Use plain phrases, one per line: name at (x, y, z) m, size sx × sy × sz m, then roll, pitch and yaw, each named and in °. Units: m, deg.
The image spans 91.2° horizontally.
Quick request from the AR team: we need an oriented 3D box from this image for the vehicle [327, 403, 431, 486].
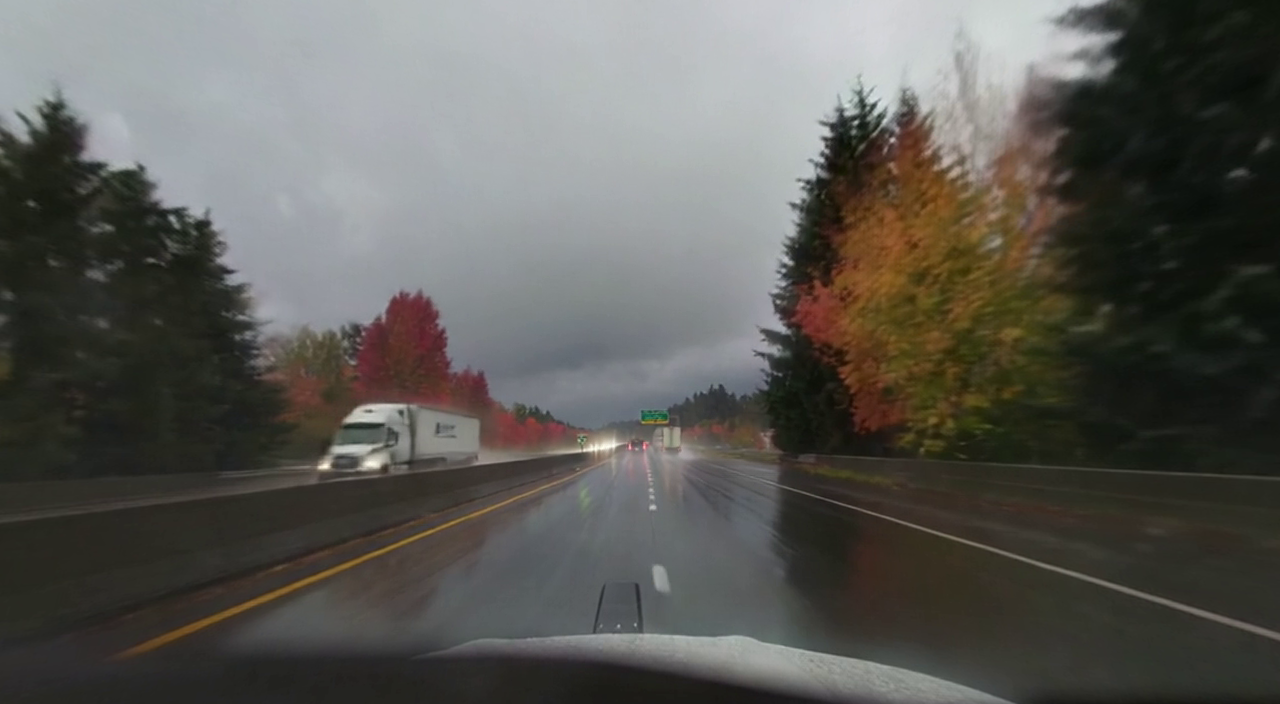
vehicle at (-14.119, 5.105, 34.570) m, size 3.027 × 4.079 × 6.174 m, roll 0°, pitch -9°, yaw 0°
